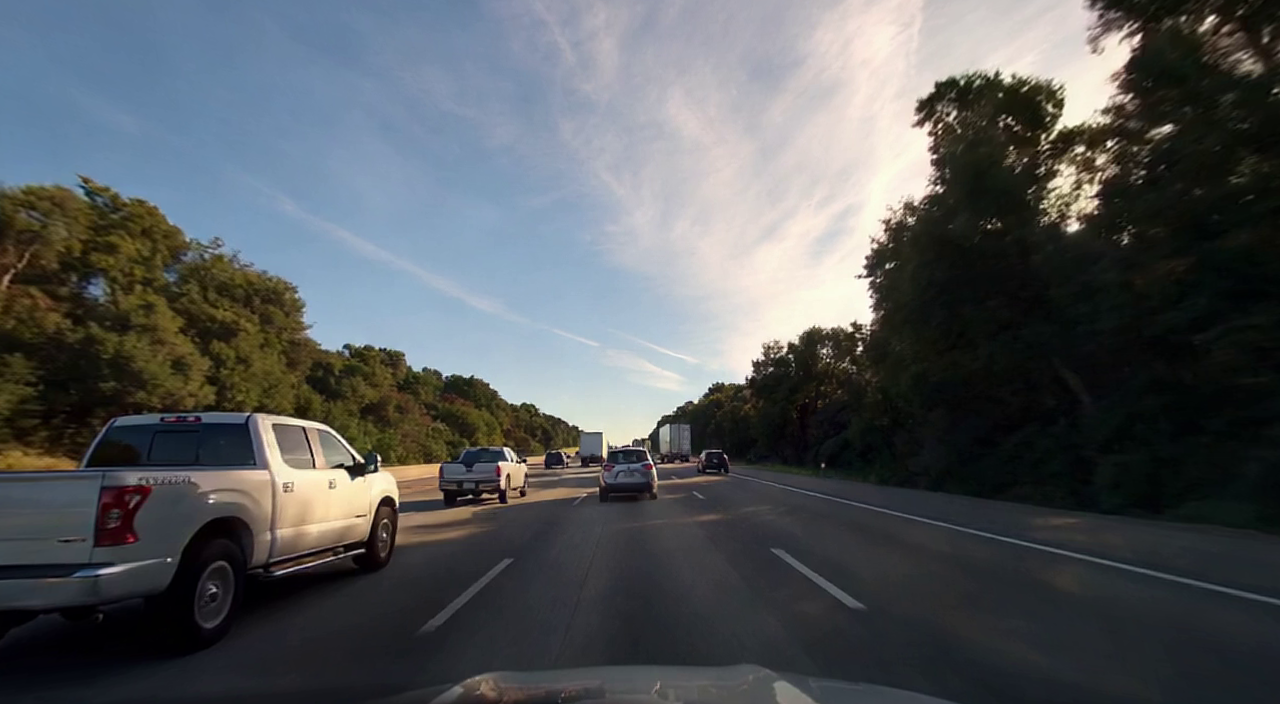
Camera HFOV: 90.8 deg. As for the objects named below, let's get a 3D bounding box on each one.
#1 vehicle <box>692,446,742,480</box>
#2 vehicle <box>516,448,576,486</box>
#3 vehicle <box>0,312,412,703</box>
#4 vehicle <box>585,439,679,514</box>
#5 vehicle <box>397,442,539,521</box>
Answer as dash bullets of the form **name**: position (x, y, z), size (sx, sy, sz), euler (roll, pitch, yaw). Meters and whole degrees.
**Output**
- **vehicle**: position (3.743, 5.470, 31.352), size (1.858, 1.537, 3.838), euler (0, -9, -2)
- **vehicle**: position (-3.928, 4.875, 27.125), size (1.999, 1.484, 4.269), euler (0, -9, -1)
- **vehicle**: position (-3.864, 1.146, 5.013), size (2.243, 1.889, 4.949), euler (0, -9, 0)
- **vehicle**: position (-0.181, 2.934, 15.199), size (1.996, 1.574, 3.426), euler (0, -9, 0)
- **vehicle**: position (-3.707, 2.875, 14.531), size (1.988, 1.501, 4.438), euler (0, -9, 0)
